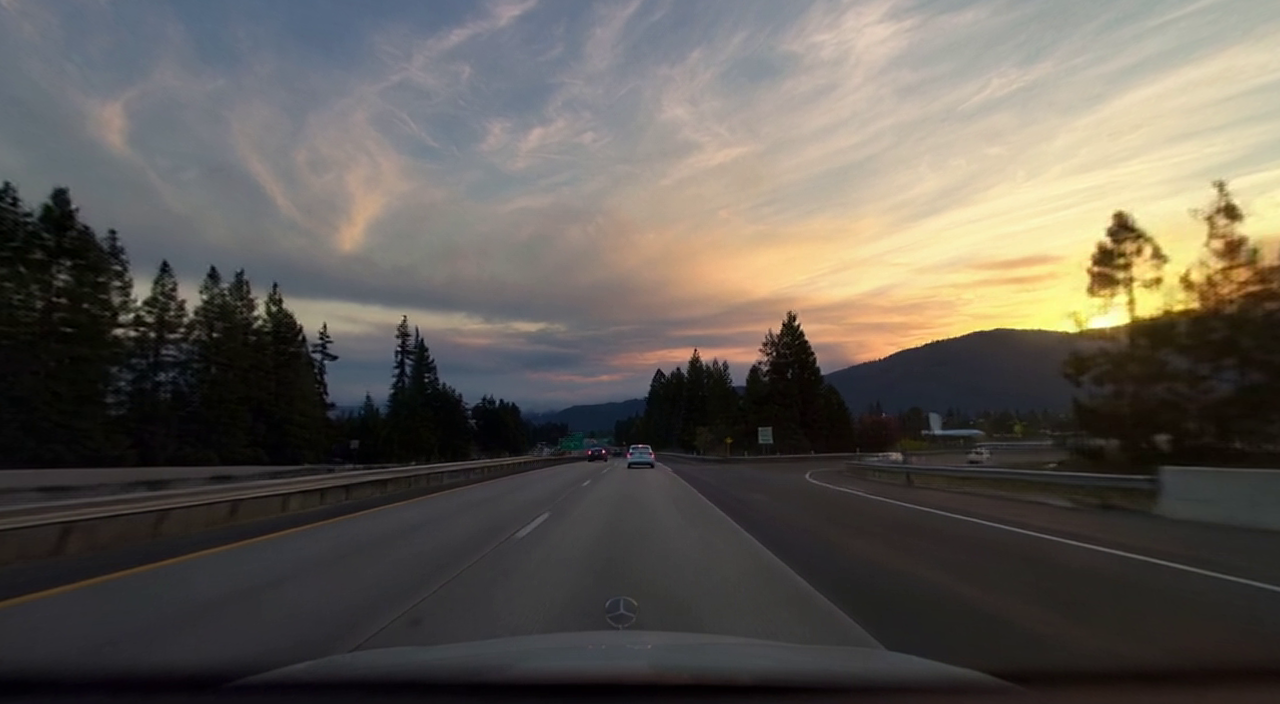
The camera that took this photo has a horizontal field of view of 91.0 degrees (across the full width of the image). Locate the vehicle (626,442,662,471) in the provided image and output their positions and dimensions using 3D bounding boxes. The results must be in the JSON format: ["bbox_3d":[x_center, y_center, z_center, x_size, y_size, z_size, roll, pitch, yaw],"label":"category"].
[{"bbox_3d":[0.218,6.341,38.440,2.130,1.684,3.826,0,-8,0],"label":"vehicle"}]
